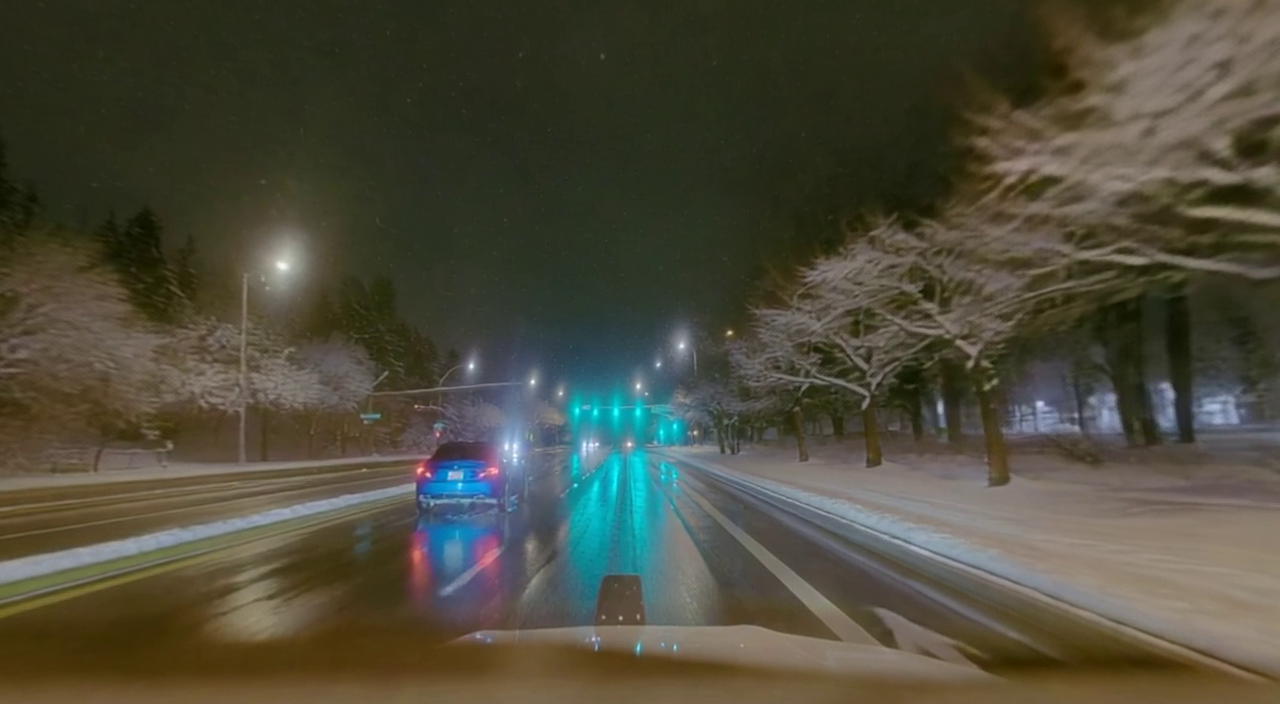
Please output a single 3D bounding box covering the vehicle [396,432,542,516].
[{"bbox_3d":[-3.352,2.472,13.307,1.964,1.472,4.078,0,-8,-1],"label":"vehicle"}]
